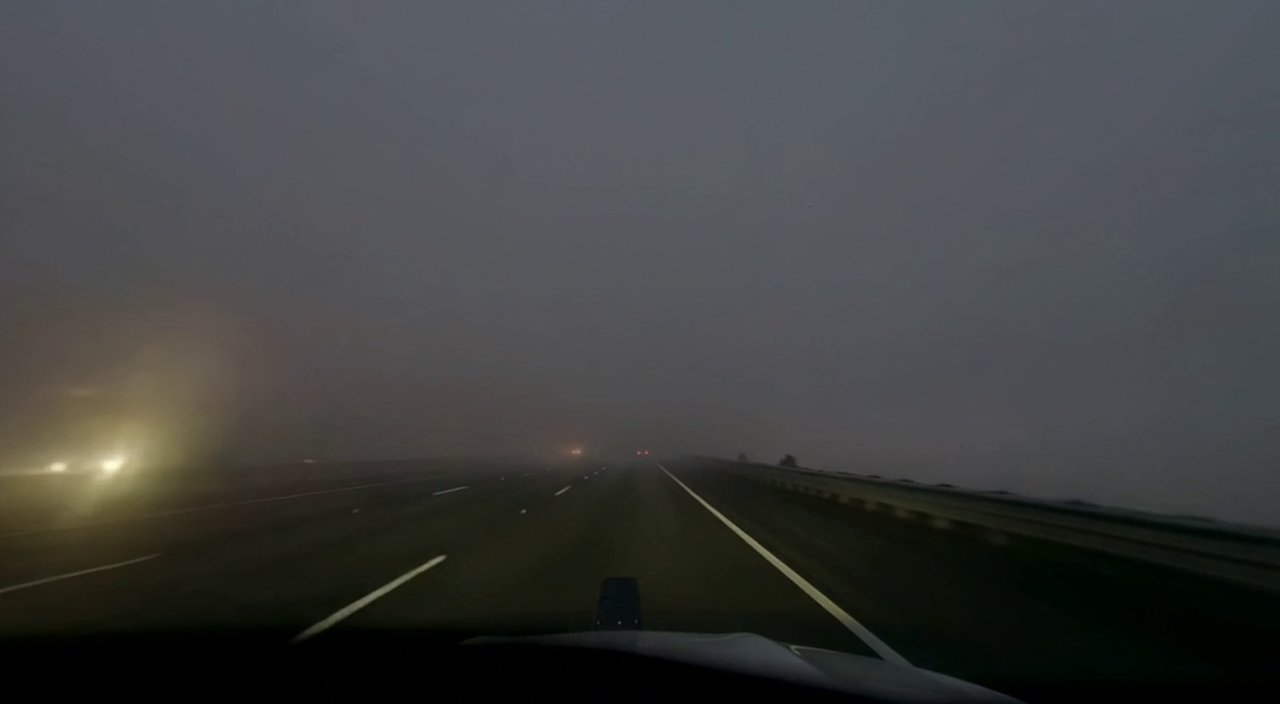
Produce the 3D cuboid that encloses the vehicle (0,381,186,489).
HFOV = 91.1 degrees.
[{"bbox_3d":[-23.135,3.563,26.636,3.057,4.001,6.024,-1,-9,0],"label":"vehicle"}]
